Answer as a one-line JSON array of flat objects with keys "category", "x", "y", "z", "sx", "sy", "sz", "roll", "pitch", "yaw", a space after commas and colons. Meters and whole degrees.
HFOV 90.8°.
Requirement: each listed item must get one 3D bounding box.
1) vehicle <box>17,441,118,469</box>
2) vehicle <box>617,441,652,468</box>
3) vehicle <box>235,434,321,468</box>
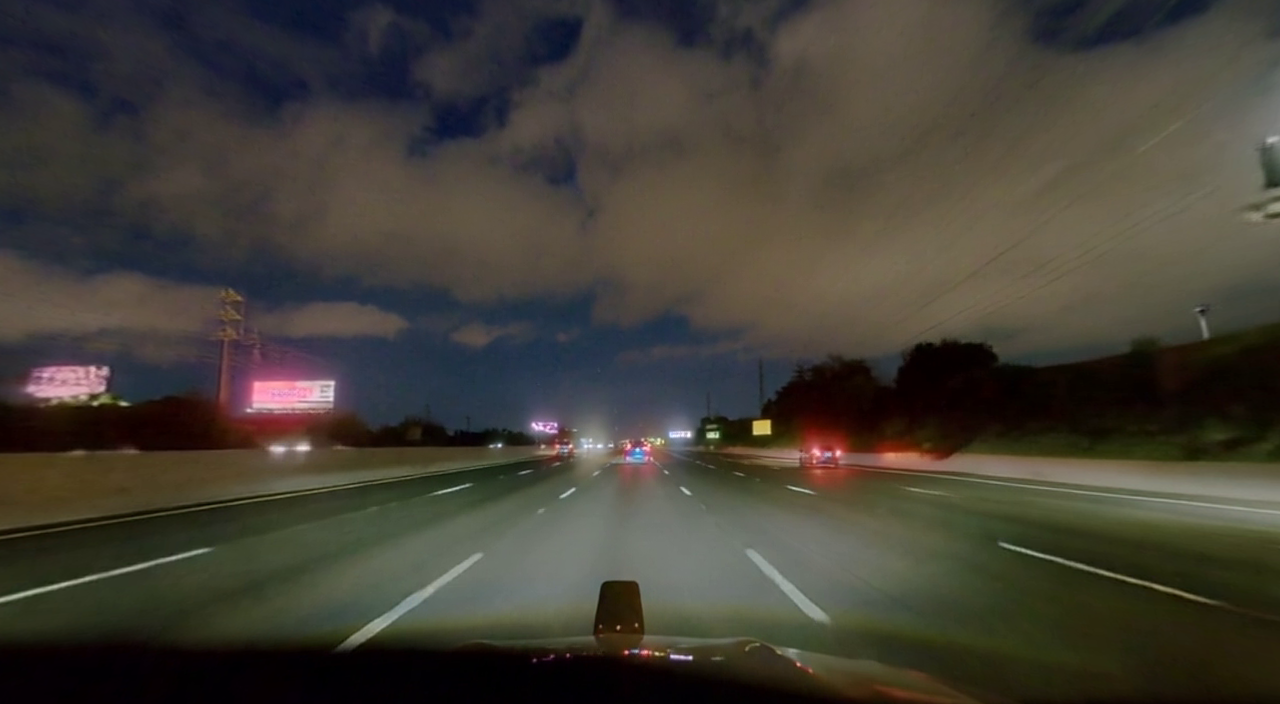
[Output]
[{"category": "vehicle", "x": -31.869, "y": 5.722, "z": 35.323, "sx": 1.829, "sy": 1.472, "sz": 3.940, "roll": 0, "pitch": -8, "yaw": 2}, {"category": "vehicle", "x": -0.360, "y": 6.332, "z": 39.266, "sx": 2.074, "sy": 1.574, "sz": 3.971, "roll": 0, "pitch": -8, "yaw": -1}, {"category": "vehicle", "x": -16.584, "y": 4.565, "z": 29.132, "sx": 1.731, "sy": 1.446, "sz": 3.527, "roll": -1, "pitch": -8, "yaw": 2}]
